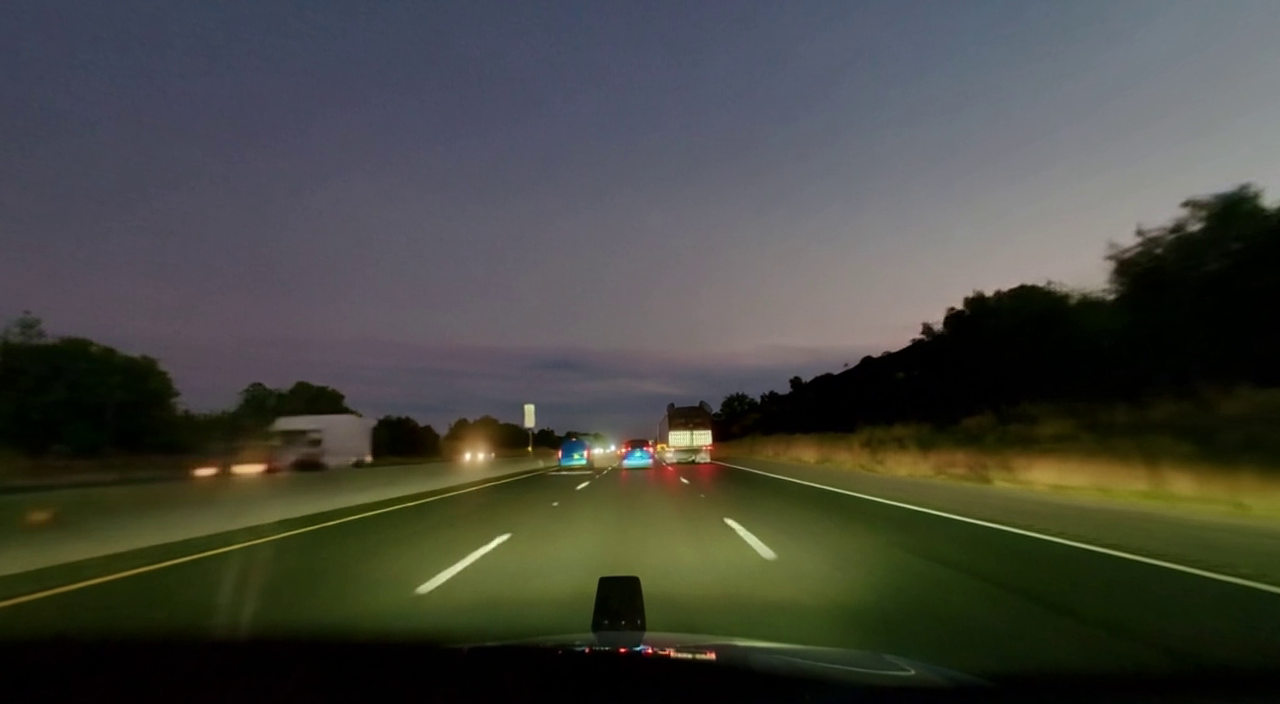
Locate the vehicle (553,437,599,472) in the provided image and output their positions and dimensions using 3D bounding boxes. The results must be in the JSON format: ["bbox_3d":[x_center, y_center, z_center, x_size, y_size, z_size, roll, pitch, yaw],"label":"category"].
[{"bbox_3d":[-3.827,6.243,38.460,2.167,1.991,5.062,-1,-9,1],"label":"vehicle"}]

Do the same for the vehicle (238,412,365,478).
[{"bbox_3d":[-15.429,4.343,29.341,2.271,2.672,6.428,0,-9,0],"label":"vehicle"}]

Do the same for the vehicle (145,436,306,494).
[{"bbox_3d":[-11.777,3.225,18.303,1.806,1.465,4.136,0,-9,1],"label":"vehicle"}]

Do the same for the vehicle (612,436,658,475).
[{"bbox_3d":[-0.242,5.301,32.340,2.209,1.825,4.036,0,-9,0],"label":"vehicle"}]
